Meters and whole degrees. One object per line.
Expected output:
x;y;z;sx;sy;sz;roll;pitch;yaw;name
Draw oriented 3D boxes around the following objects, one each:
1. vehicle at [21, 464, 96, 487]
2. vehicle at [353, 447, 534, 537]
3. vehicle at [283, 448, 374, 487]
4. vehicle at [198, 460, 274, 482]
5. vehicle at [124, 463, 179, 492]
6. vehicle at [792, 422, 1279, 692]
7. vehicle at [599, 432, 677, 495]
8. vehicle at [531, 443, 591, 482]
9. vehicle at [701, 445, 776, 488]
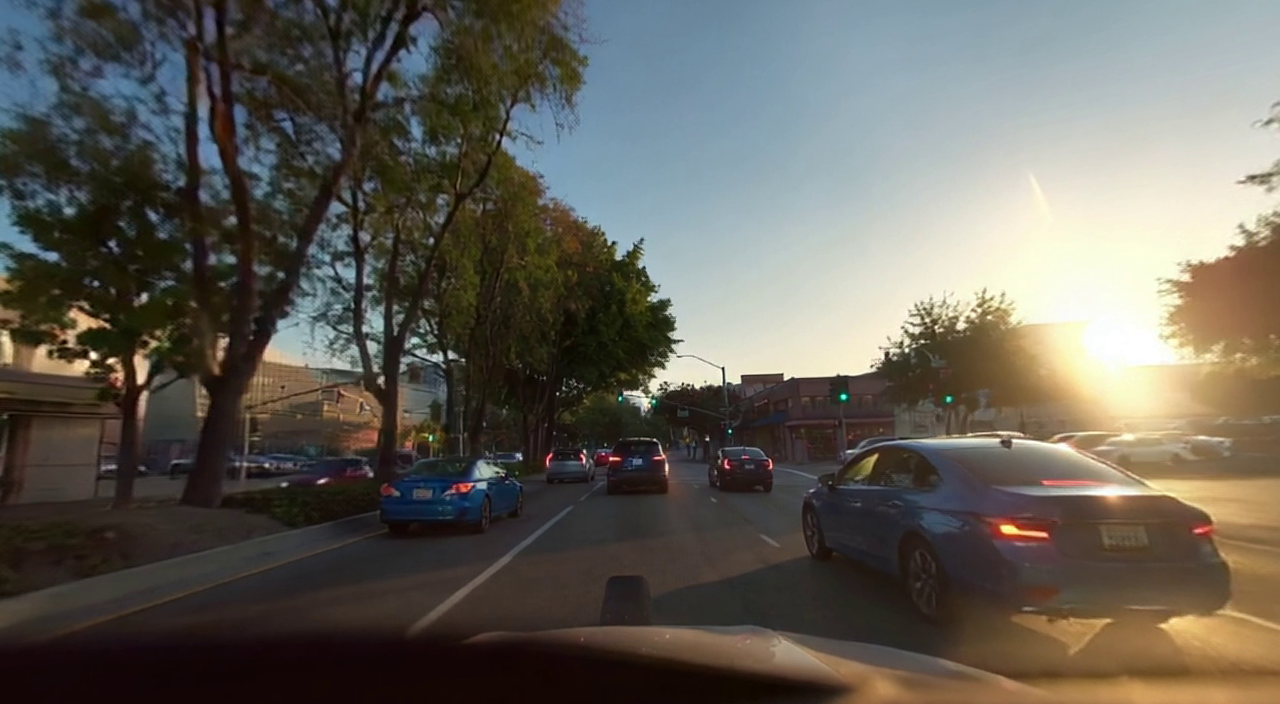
-42.432;8.956;45.979;4.552;1.492;1.882;-3;-9;17;vehicle
-3.434;2.504;11.926;2.115;1.369;3.908;0;-8;1;vehicle
-15.992;5.919;32.688;2.205;1.795;4.757;0;-8;1;vehicle
-29.663;8.719;46.323;4.488;1.445;2.098;-2;-9;13;vehicle
-28.974;7.392;37.316;1.921;1.452;4.549;8;-12;-44;vehicle
2.988;1.467;5.805;2.052;1.475;4.540;0;-8;0;vehicle
-0.061;3.716;21.478;2.361;1.898;4.465;0;-8;0;vehicle
-3.463;4.938;28.502;2.130;1.645;3.995;0;-8;1;vehicle
3.590;4.260;23.828;2.058;1.472;4.317;0;-8;-1;vehicle
